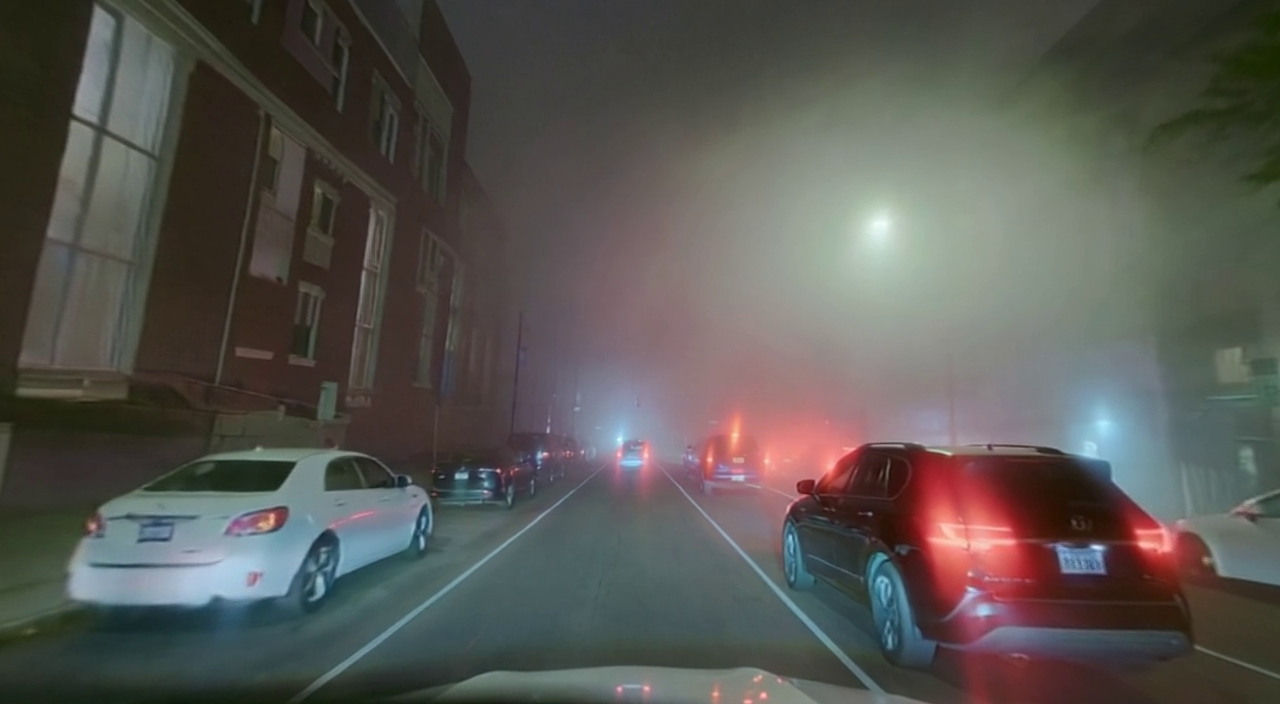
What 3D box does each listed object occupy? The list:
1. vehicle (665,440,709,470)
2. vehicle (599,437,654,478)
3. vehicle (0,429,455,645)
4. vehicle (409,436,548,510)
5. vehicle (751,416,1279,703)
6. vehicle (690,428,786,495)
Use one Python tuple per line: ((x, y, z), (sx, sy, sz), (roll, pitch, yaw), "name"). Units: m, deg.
((2.439, 5.483, 33.624), (1.966, 1.475, 4.528), (0, -8, -1), "vehicle")
((-0.497, 4.132, 24.784), (2.007, 1.460, 3.923), (0, -8, 0), "vehicle")
((-3.645, 1.603, 6.588), (1.954, 1.462, 4.407), (0, -8, 1), "vehicle")
((-3.617, 2.805, 15.115), (1.972, 1.471, 4.795), (0, -8, 1), "vehicle")
((2.438, 1.394, 5.297), (2.080, 1.495, 4.591), (0, -8, -1), "vehicle")
((2.724, 3.171, 18.527), (2.002, 1.707, 4.547), (0, -8, -1), "vehicle")
